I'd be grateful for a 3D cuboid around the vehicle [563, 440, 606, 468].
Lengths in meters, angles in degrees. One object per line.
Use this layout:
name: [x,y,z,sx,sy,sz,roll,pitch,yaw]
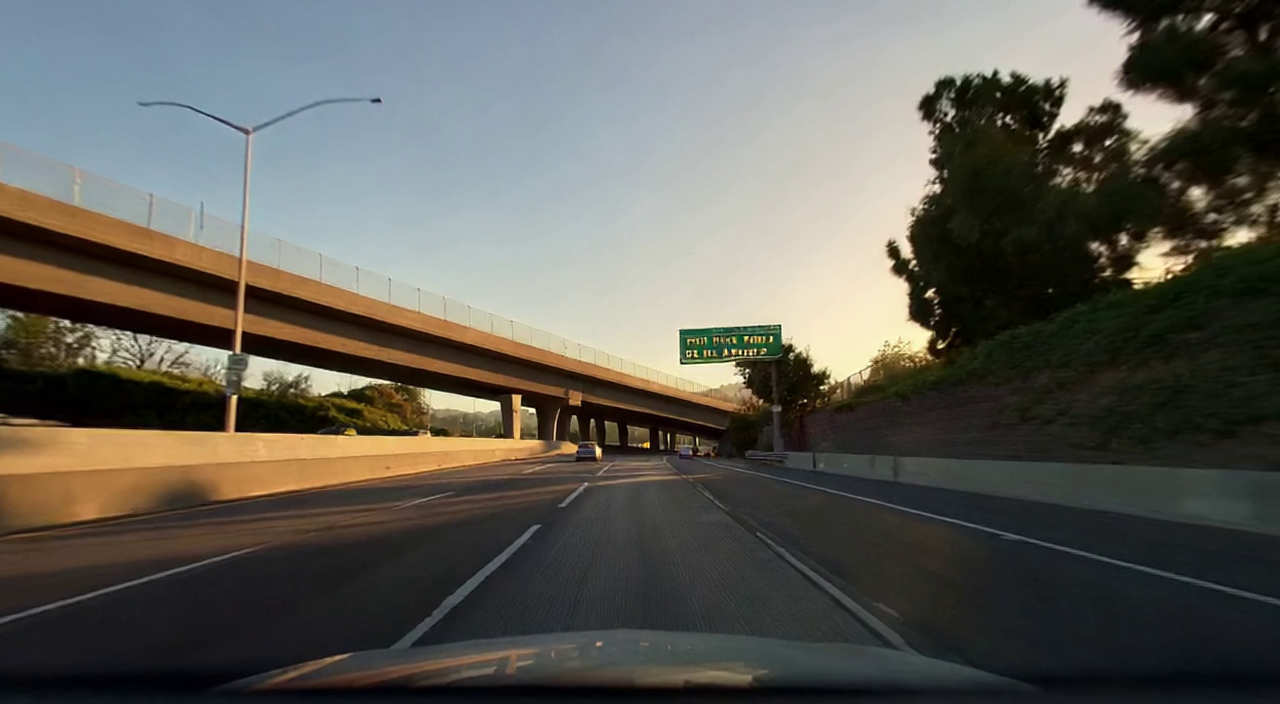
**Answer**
vehicle: [-3.280,6.114,37.934,2.088,1.565,4.410,0,-8,1]
